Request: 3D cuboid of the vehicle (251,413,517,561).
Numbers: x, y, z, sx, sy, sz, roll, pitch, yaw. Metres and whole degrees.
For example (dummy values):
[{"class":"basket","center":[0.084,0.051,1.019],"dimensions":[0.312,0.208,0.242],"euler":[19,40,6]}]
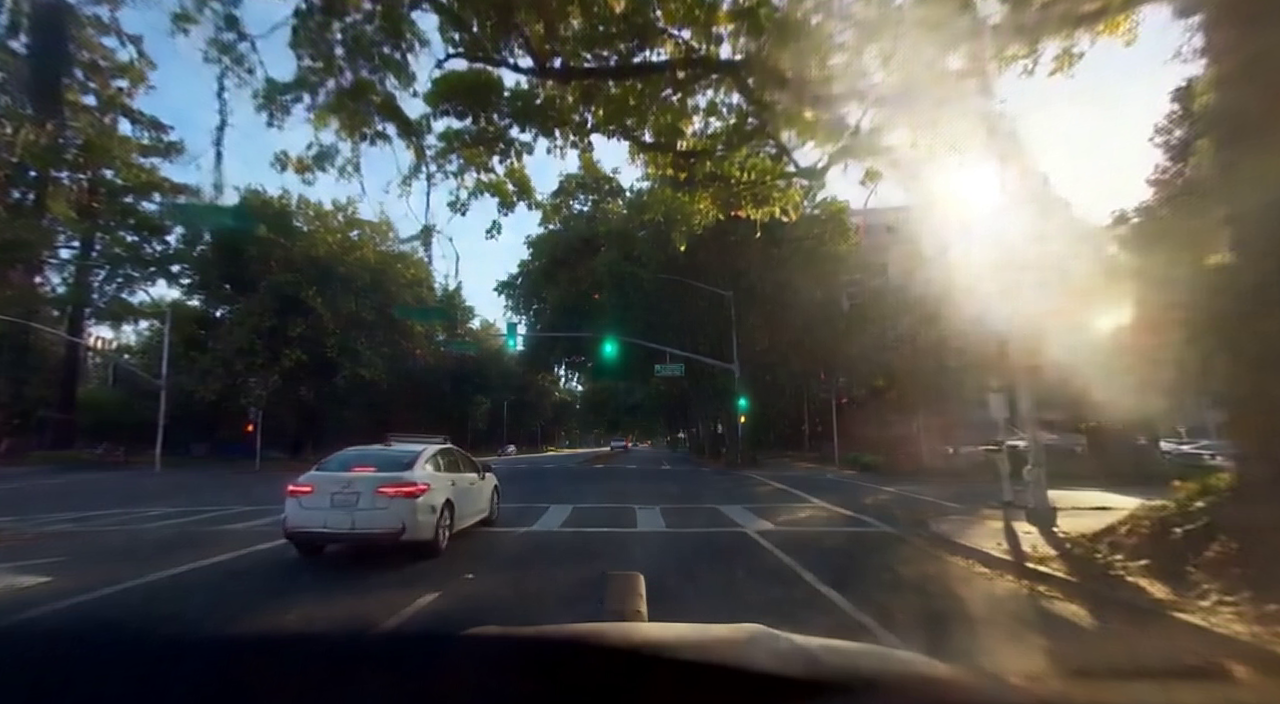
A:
[{"class":"vehicle","center":[-3.247,1.810,9.225],"dimensions":[2.076,1.599,4.483],"euler":[0,-9,-1]}]
